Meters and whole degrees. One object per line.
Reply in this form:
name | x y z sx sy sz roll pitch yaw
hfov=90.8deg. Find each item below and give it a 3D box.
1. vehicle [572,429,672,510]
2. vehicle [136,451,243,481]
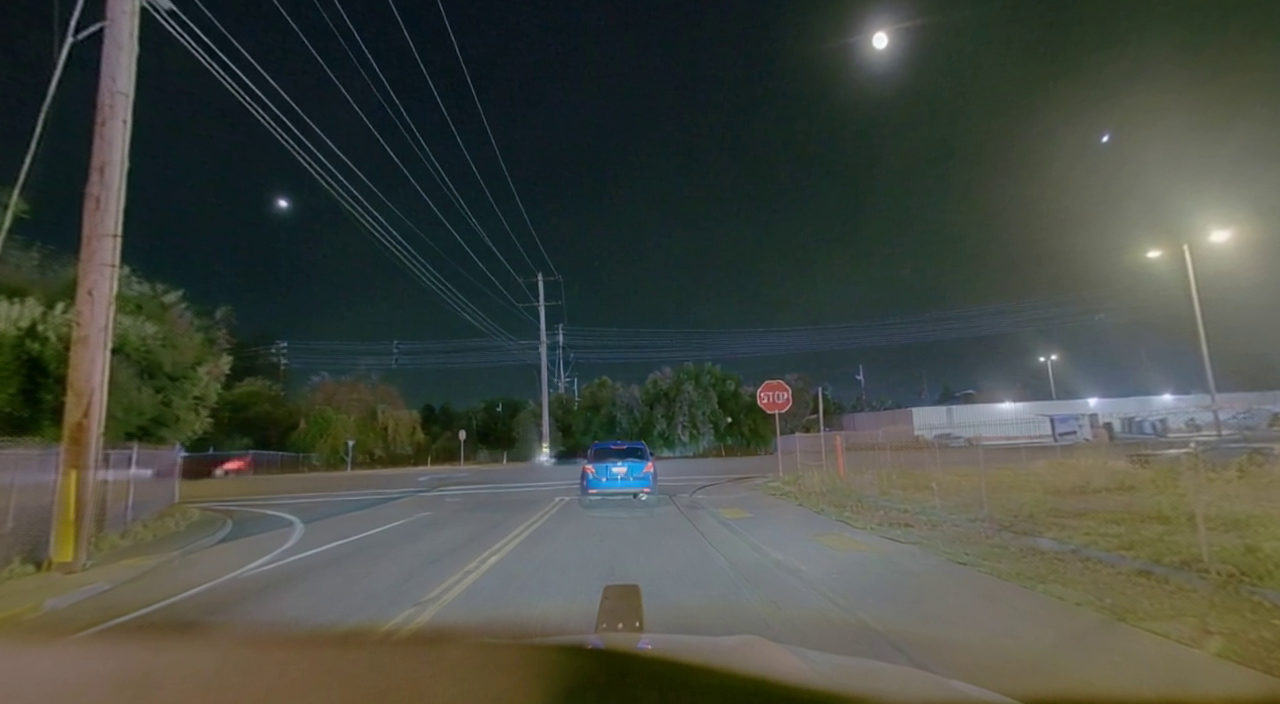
vehicle | -0.517 2.826 15.658 2.137 1.698 4.166 0 -8 -4
vehicle | -26.295 6.660 37.020 4.667 1.614 1.820 0 -8 -7
